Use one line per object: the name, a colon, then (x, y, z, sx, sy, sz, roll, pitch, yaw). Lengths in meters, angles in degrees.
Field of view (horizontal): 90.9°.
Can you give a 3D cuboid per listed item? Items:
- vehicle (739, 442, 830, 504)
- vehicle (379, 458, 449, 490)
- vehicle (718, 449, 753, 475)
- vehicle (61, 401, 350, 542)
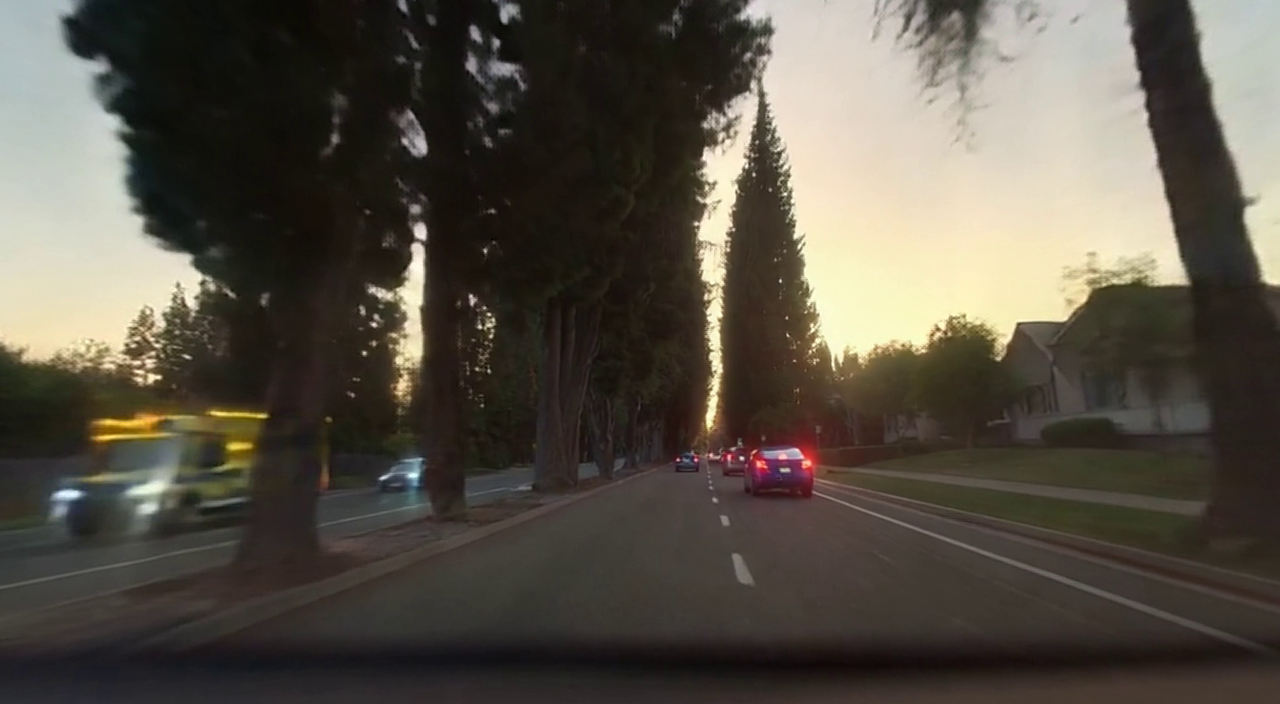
vehicle: (4.208, 3.561, 19.083, 2.052, 1.639, 4.123, -1, -9, 4)
vehicle: (-12.191, 6.583, 34.312, 1.874, 1.521, 4.244, -1, -9, 6)
vehicle: (6.540, 7.524, 43.380, 2.110, 1.666, 3.912, -1, -9, 5)
vehicle: (-10.367, 2.922, 16.069, 2.661, 2.737, 6.092, -4, -9, 6)
